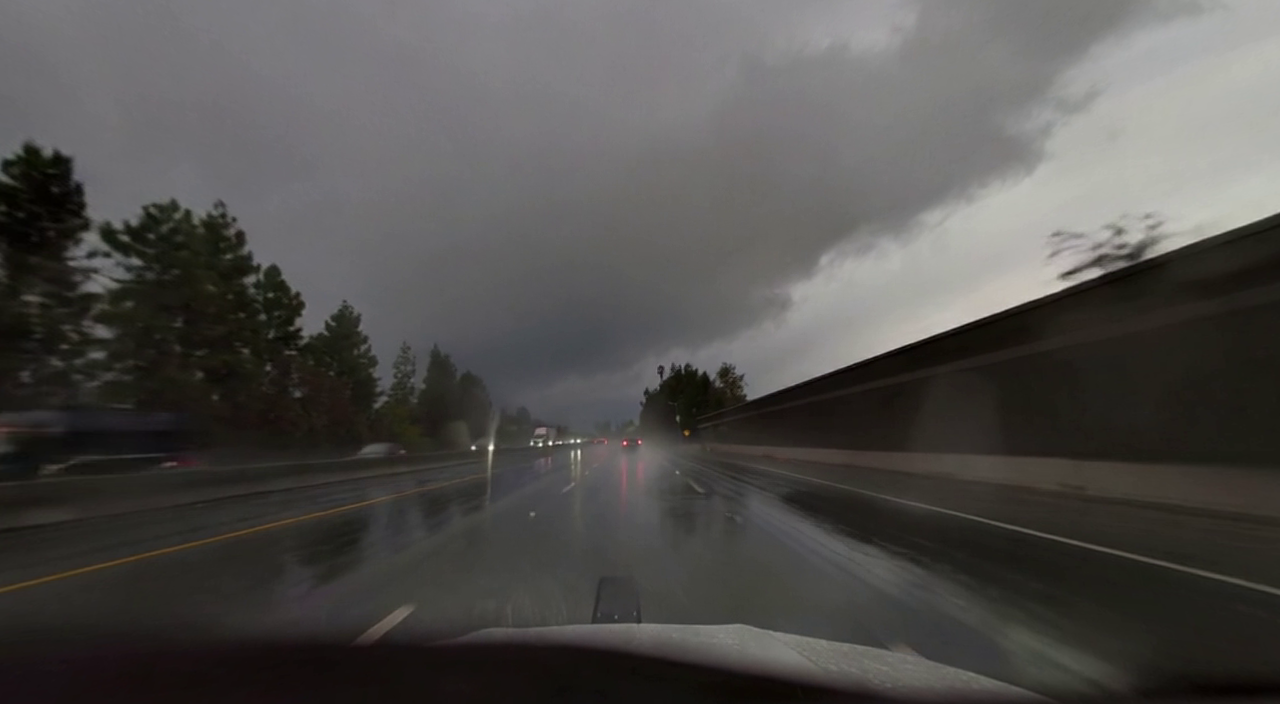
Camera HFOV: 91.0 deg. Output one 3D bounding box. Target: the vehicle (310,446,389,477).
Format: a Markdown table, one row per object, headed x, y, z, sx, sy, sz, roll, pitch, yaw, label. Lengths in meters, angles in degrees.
| x | y | z | sx | sy | sz | roll | pitch | yaw | label |
| --- | --- | --- | --- | --- | --- | --- | --- | --- | --- |
| -15.391 | 5.808 | 33.654 | 1.994 | 1.466 | 4.663 | -1 | -8 | 0 | vehicle |

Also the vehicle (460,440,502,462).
| x | y | z | sx | sy | sz | roll | pitch | yaw | label |
| --- | --- | --- | --- | --- | --- | --- | --- | --- | --- |
| -12.084 | 7.541 | 48.073 | 2.109 | 1.557 | 4.531 | -1 | -8 | 0 | vehicle |

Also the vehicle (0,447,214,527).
| x | y | z | sx | sy | sz | roll | pitch | yaw | label |
| --- | --- | --- | --- | --- | --- | --- | --- | --- | --- |
| -12.327 | 2.972 | 14.512 | 1.962 | 1.479 | 4.434 | -1 | -8 | -1 | vehicle |
